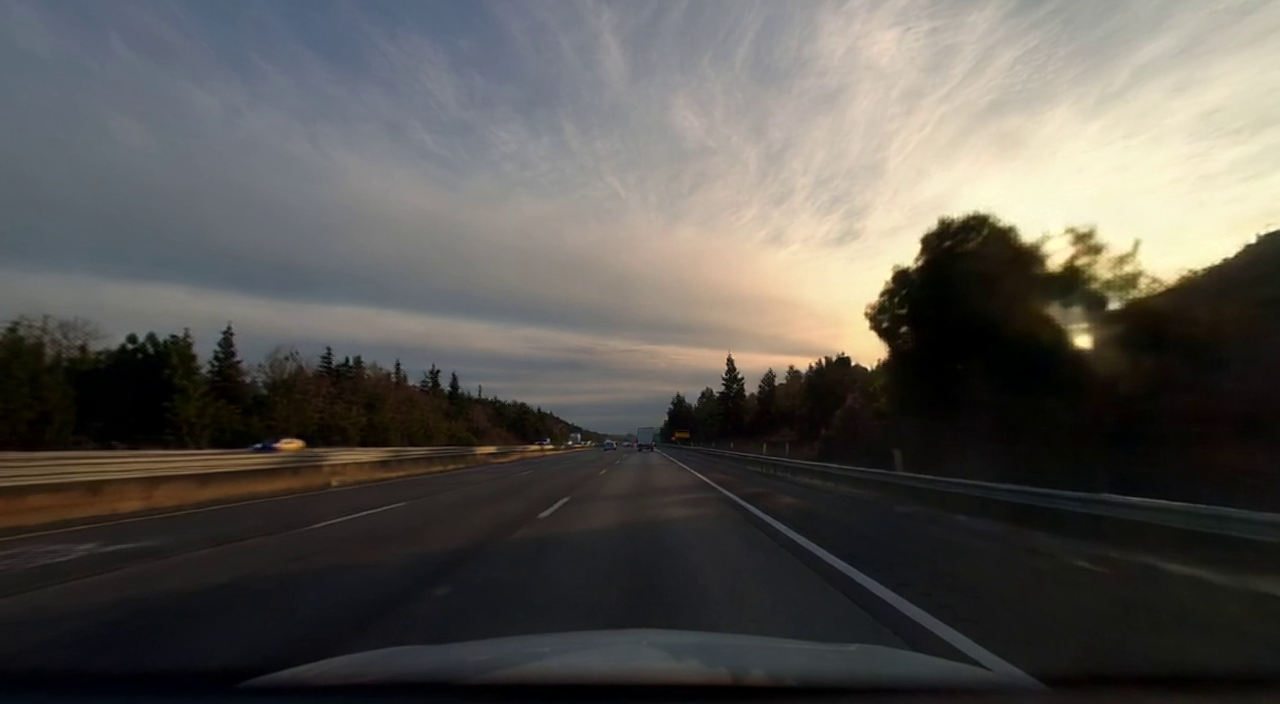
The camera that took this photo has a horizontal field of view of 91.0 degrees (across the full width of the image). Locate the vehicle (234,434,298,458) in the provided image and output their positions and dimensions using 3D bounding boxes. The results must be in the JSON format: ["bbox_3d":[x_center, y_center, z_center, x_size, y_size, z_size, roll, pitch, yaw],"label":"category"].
[{"bbox_3d":[-24.245,6.126,40.933,1.737,1.477,3.839,0,-8,1],"label":"vehicle"}]
